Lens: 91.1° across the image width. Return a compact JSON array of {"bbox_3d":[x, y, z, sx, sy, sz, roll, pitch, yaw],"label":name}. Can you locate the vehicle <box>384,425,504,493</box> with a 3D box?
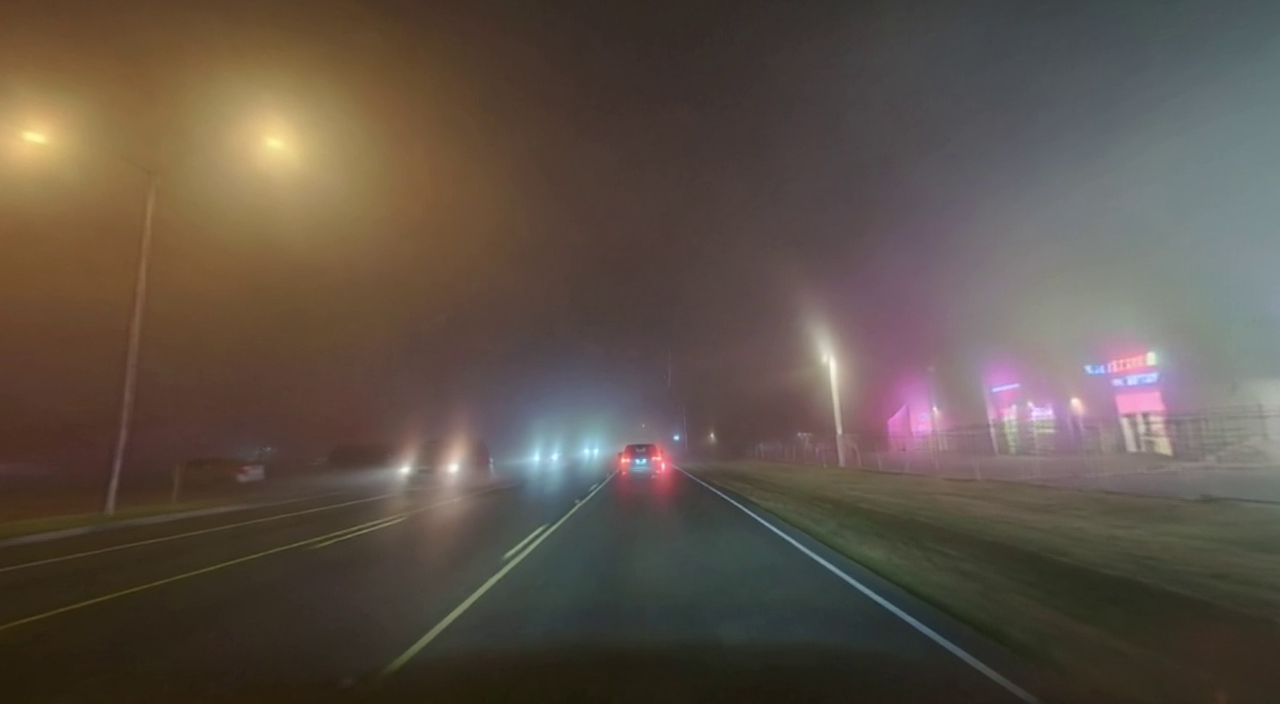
[{"bbox_3d":[-6.804,3.799,22.648,2.340,2.103,5.526,0,-9,2],"label":"vehicle"}]

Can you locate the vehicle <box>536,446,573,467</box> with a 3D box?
[{"bbox_3d":[-6.241,7.679,46.374,1.985,1.505,4.143,0,-9,3],"label":"vehicle"}]

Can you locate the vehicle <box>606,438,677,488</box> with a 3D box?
[{"bbox_3d":[0.043,3.691,21.243,2.144,1.514,4.063,0,-9,0],"label":"vehicle"}]

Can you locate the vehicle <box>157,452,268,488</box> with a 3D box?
[{"bbox_3d":[-20.370,5.593,29.951,4.332,1.560,1.841,-2,-9,15],"label":"vehicle"}]

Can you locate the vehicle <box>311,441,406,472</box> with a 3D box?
[{"bbox_3d":[-18.077,6.736,40.459,5.085,1.906,2.153,0,-9,2],"label":"vehicle"}]
